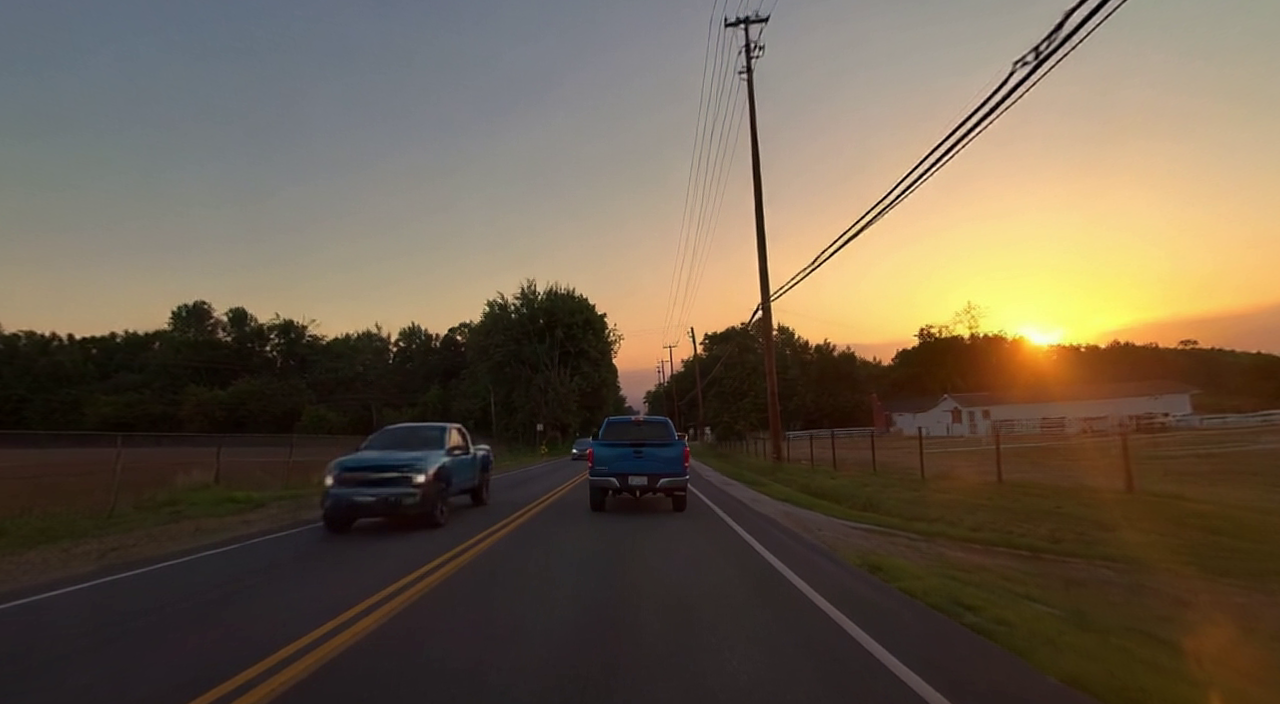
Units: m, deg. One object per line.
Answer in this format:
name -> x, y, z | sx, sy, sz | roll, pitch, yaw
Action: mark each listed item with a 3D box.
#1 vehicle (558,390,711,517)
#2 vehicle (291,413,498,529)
vehicle -> -0.137, 2.233, 14.210 | 2.693, 2.223, 5.885 | 0, -8, -1
vehicle -> -4.418, 2.240, 12.451 | 2.077, 1.805, 4.891 | 0, -8, 0
